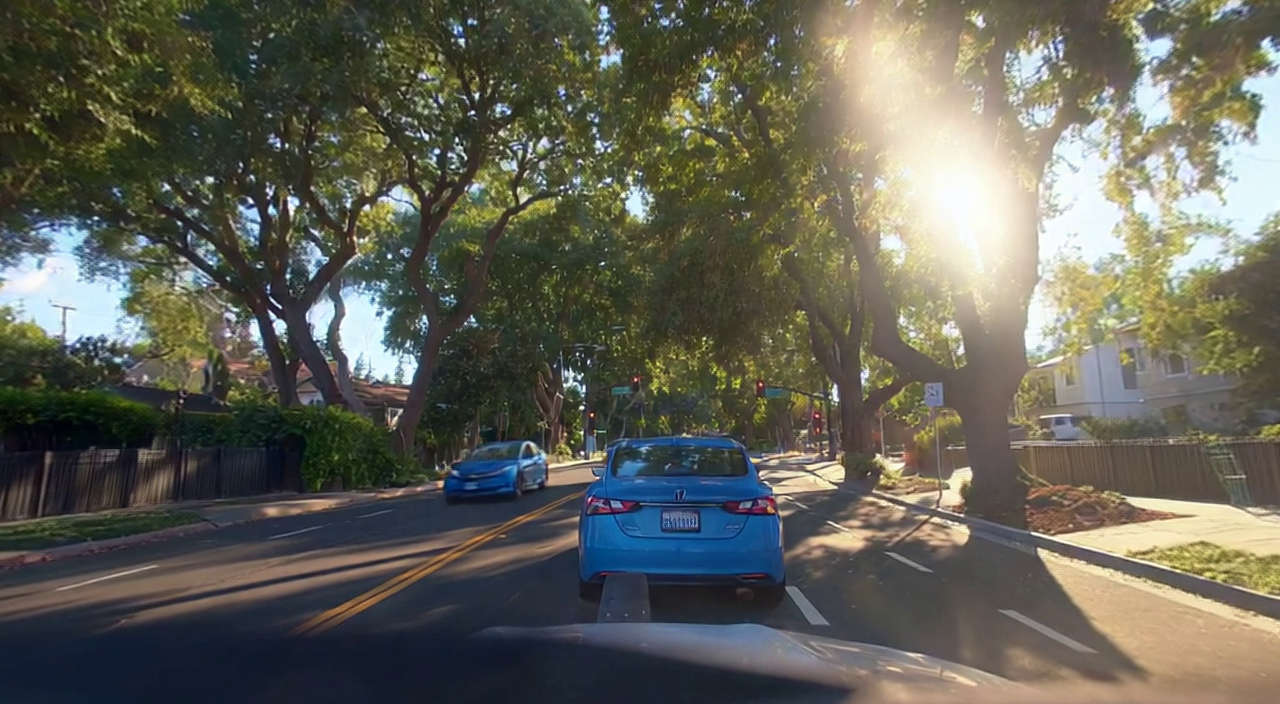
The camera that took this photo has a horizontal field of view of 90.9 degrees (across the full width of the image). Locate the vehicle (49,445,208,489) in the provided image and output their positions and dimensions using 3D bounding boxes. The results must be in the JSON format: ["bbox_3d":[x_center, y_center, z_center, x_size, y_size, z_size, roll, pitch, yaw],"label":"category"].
[{"bbox_3d":[-18.108,4.069,22.414,4.069,1.445,2.063,-2,-9,8],"label":"vehicle"}]

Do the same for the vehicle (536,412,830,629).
[{"bbox_3d":[0.338,1.480,6.489,2.070,1.516,3.936,0,-8,1],"label":"vehicle"}]

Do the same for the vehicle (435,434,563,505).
[{"bbox_3d":[-3.611,3.132,17.035,2.160,1.507,4.470,-5,-10,4],"label":"vehicle"}]
